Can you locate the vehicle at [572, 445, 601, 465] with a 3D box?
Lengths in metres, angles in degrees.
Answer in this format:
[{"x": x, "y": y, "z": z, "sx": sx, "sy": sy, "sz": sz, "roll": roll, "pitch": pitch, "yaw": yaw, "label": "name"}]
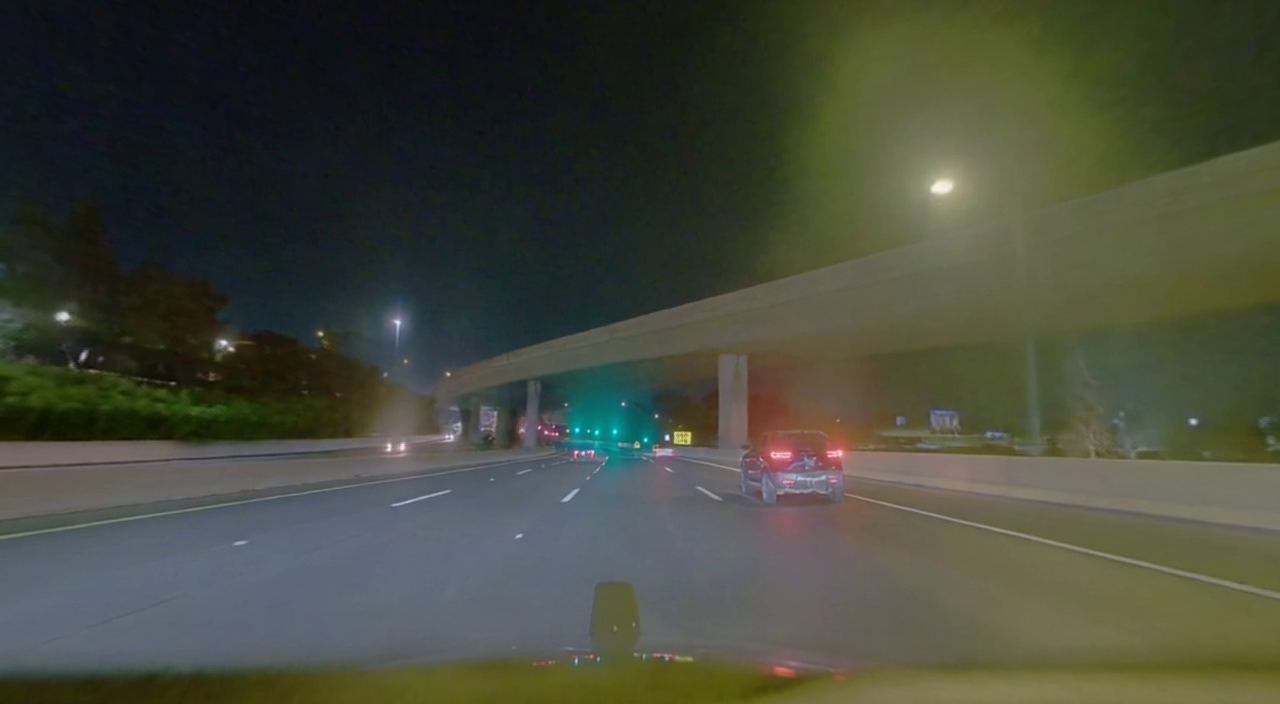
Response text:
[{"x": -4.152, "y": 8.125, "z": 49.983, "sx": 2.037, "sy": 1.514, "sz": 4.335, "roll": 0, "pitch": -9, "yaw": -1, "label": "vehicle"}]
